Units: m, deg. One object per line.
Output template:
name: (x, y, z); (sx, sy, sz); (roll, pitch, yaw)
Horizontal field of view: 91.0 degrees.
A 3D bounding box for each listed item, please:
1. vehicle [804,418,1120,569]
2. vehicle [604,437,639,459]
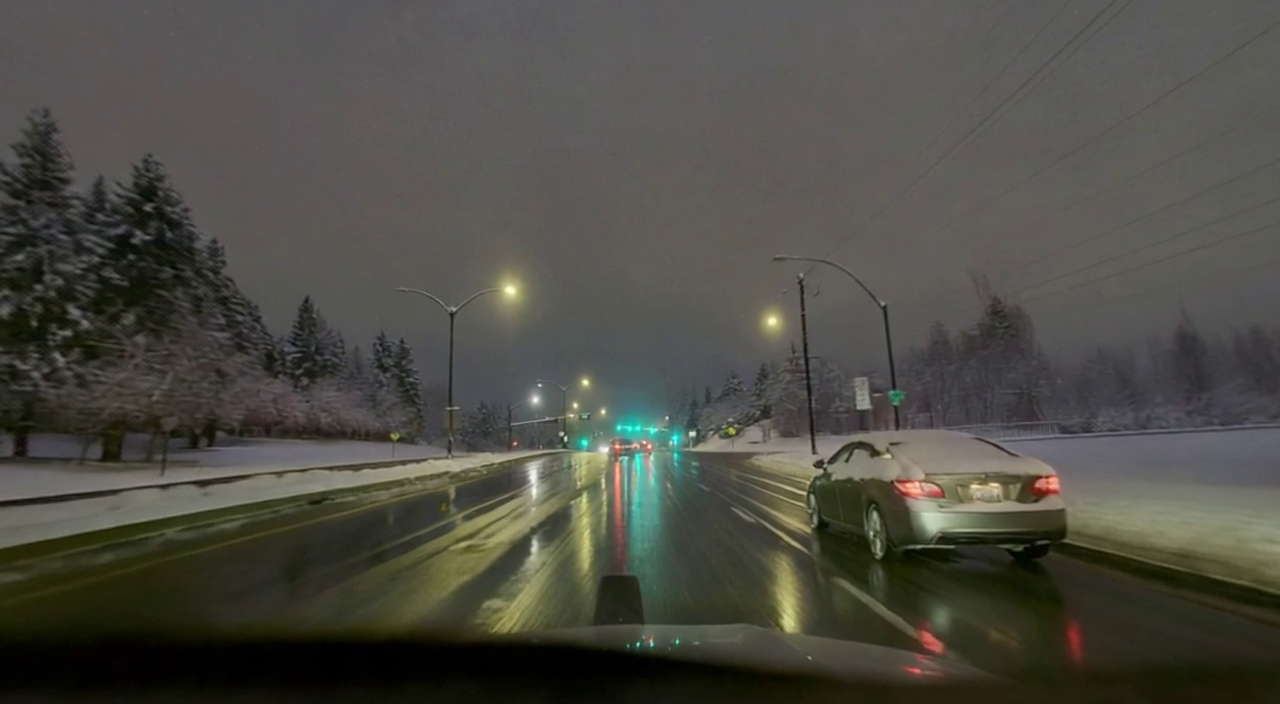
vehicle: (3.900, 1.802, 8.761); (2.063, 1.542, 4.420); (0, -9, 0)
vehicle: (-1.350, 6.748, 44.151); (2.055, 1.484, 4.143); (1, -9, -7)
